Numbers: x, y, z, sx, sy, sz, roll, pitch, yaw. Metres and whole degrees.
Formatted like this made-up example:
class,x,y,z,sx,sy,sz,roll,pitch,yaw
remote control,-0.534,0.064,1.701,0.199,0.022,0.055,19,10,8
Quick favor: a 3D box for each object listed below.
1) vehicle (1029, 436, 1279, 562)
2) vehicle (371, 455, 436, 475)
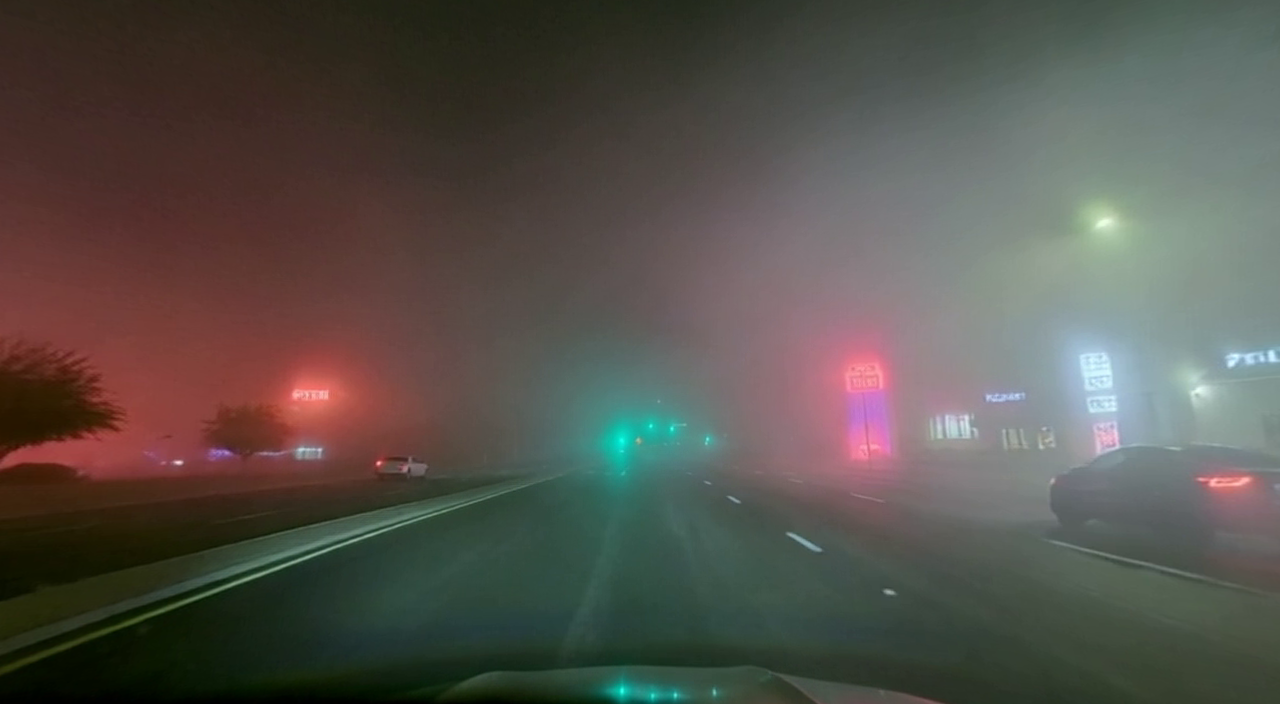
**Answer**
class,x,y,z,sx,sy,sz,roll,pitch,yaw
vehicle,8.211,2.031,9.568,1.936,1.460,4.258,0,-8,1
vehicle,-18.505,8.826,49.386,4.523,1.494,1.857,-3,-9,17
